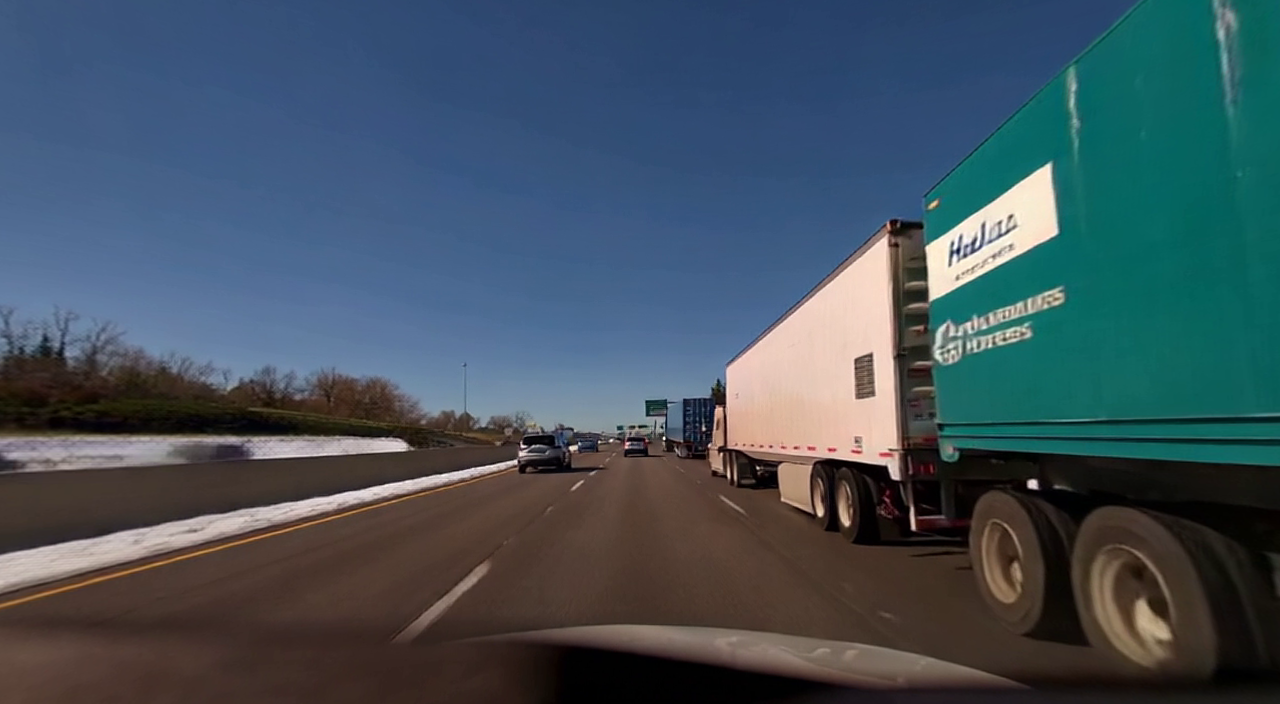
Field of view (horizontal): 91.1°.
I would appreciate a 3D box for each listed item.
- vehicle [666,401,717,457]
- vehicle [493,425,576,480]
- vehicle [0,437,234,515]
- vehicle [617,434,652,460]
[{"bbox_3d":[3.745,5.850,47.402,2.883,3.836,7.894,0,-8,-2],"label":"vehicle"},{"bbox_3d":[-3.479,3.403,21.597,2.054,1.671,4.445,0,-8,0],"label":"vehicle"},{"bbox_3d":[-11.676,2.709,14.416,1.898,1.512,4.238,0,-8,-1],"label":"vehicle"},{"bbox_3d":[-0.386,6.051,40.125,2.088,1.567,4.240,0,-8,-1],"label":"vehicle"}]
